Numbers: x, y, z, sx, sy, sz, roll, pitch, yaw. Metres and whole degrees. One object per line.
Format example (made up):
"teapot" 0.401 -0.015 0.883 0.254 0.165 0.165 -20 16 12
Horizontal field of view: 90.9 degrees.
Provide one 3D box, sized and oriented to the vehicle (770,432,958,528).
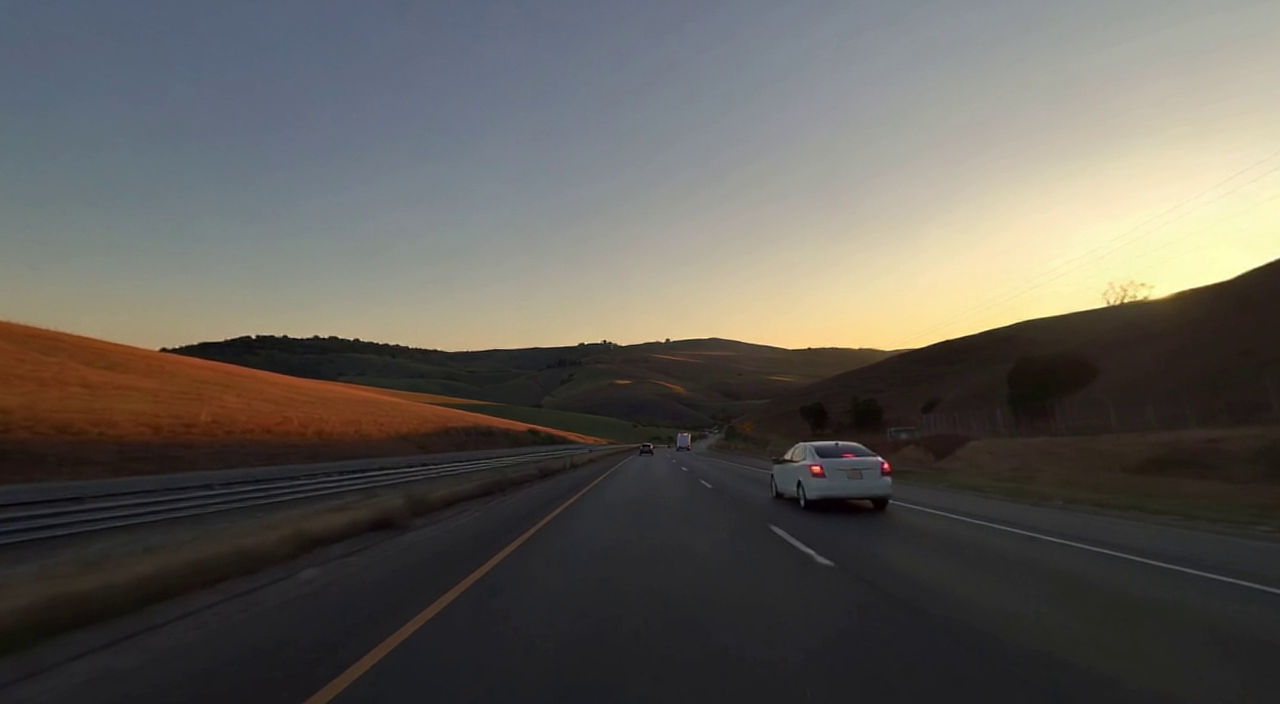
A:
"vehicle" 4.049 2.385 12.413 1.960 1.516 4.657 0 -8 0
